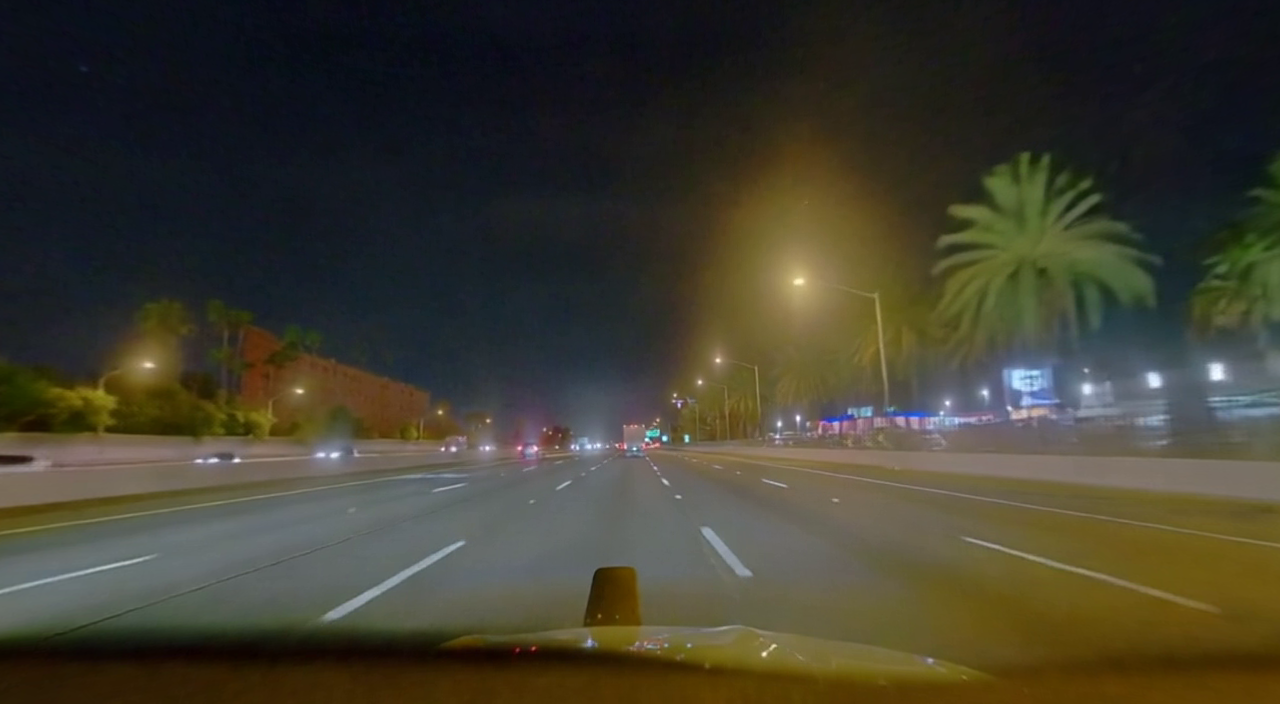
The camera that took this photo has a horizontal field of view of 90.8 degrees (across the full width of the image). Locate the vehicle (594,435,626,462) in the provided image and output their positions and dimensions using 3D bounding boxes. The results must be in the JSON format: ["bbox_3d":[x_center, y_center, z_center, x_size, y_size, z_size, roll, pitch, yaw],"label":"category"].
[{"bbox_3d":[-2.317,7.626,49.963,2.390,2.007,4.901,0,-9,-1],"label":"vehicle"}]

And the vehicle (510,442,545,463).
[{"bbox_3d":[-8.734,7.857,49.438,1.971,1.552,4.465,0,-9,0],"label":"vehicle"}]

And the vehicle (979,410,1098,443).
[{"bbox_3d":[23.131,4.367,36.822,5.484,1.783,2.076,0,-9,-1],"label":"vehicle"}]
